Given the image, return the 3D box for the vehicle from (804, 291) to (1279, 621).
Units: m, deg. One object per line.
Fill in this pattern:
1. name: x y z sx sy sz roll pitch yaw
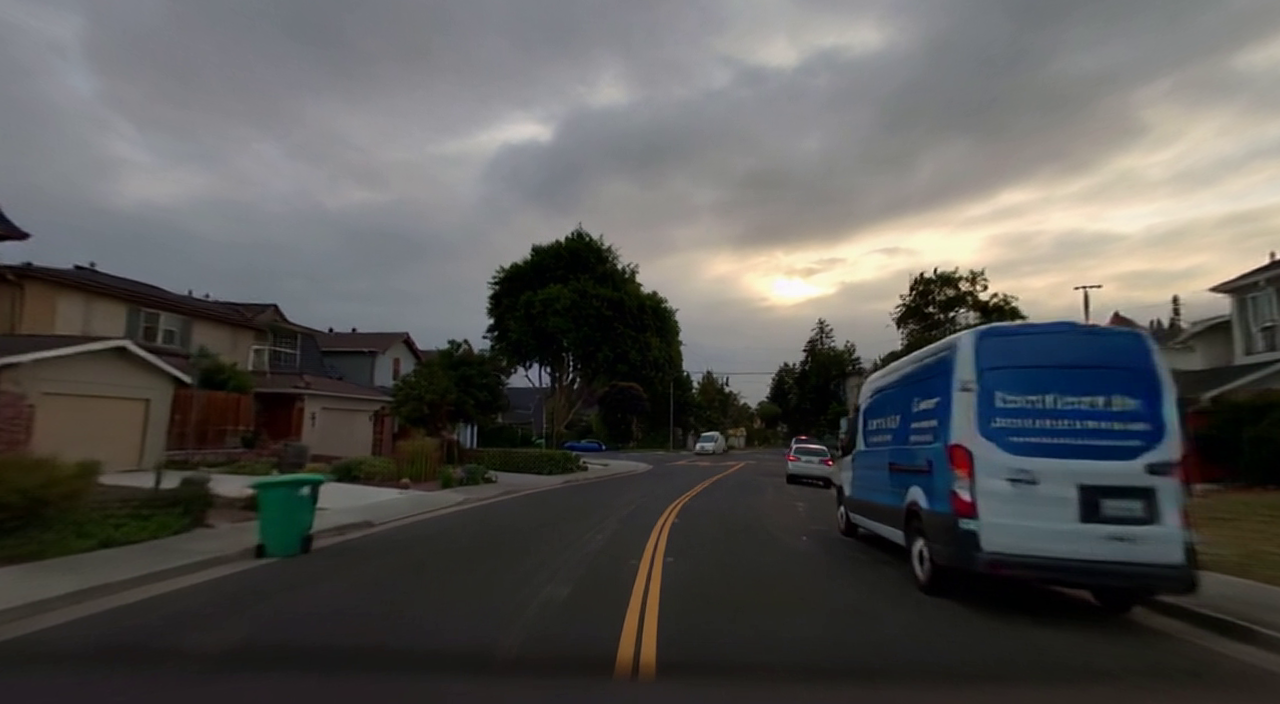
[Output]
1. vehicle: 4.170 1.288 8.407 2.684 2.712 6.197 -1 -9 4

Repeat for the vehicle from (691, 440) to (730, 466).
1. vehicle: 4.869 7.109 44.659 2.278 1.704 5.321 0 -9 2
